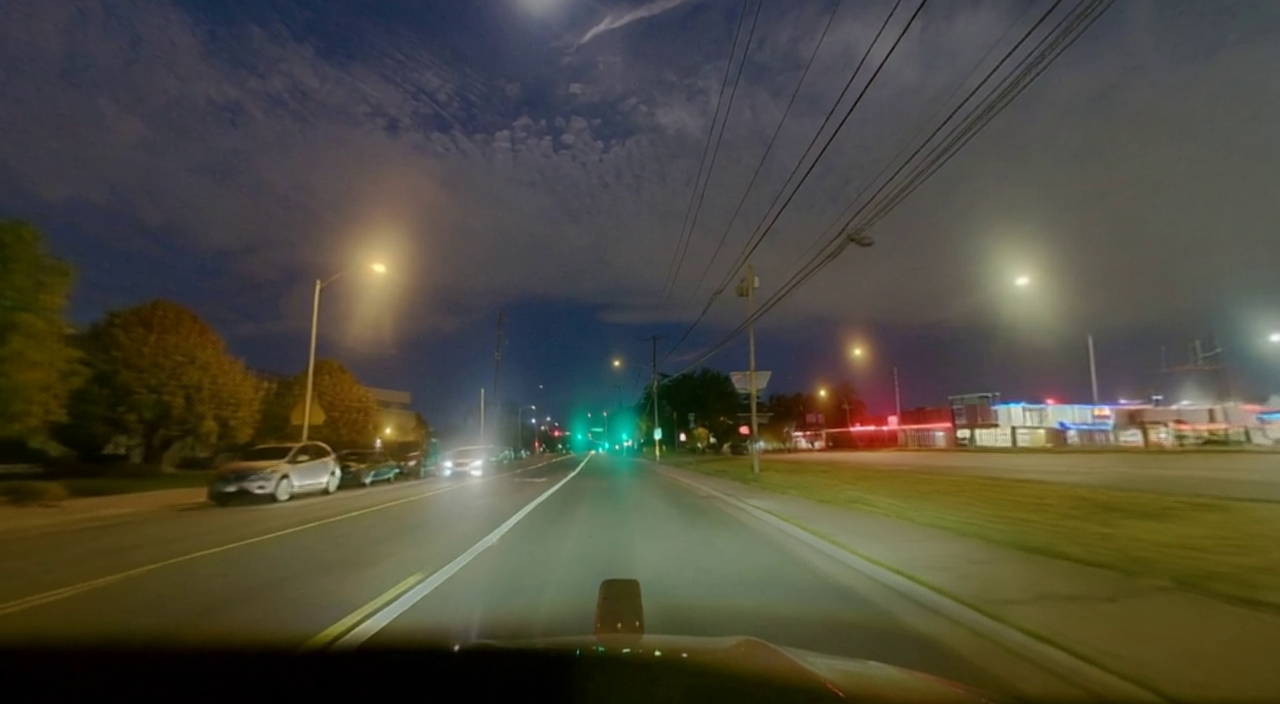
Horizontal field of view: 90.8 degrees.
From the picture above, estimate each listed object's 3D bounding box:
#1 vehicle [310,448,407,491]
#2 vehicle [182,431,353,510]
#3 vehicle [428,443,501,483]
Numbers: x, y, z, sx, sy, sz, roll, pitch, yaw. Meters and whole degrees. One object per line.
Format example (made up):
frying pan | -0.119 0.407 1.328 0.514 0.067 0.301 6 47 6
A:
vehicle | -10.576 4.405 24.147 1.842 1.461 4.568 0 -9 -4
vehicle | -10.211 3.268 17.960 2.016 1.872 5.297 1 -9 -5
vehicle | -7.145 4.560 26.234 1.849 1.512 4.302 0 -9 -1
